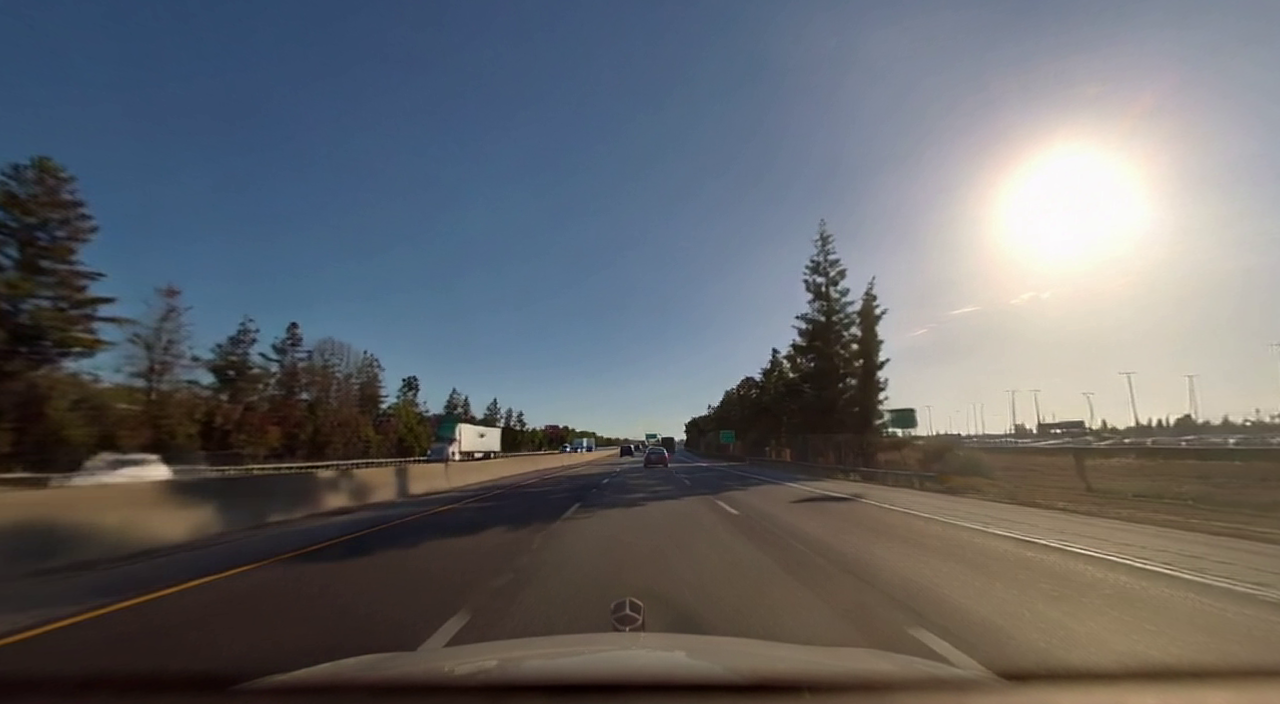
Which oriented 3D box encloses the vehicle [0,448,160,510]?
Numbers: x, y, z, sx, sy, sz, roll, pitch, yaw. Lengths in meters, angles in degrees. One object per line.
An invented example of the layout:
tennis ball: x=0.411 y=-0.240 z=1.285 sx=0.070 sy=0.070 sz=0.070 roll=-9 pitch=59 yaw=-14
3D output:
vehicle: x=-15.675 y=3.400 z=17.331 sx=1.798 sy=1.466 sz=3.951 roll=0 pitch=-9 yaw=0

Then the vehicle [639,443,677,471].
vehicle: x=1.063 y=6.612 z=39.696 sx=2.231 sy=1.652 sz=4.503 roll=0 pitch=-9 yaw=-1
